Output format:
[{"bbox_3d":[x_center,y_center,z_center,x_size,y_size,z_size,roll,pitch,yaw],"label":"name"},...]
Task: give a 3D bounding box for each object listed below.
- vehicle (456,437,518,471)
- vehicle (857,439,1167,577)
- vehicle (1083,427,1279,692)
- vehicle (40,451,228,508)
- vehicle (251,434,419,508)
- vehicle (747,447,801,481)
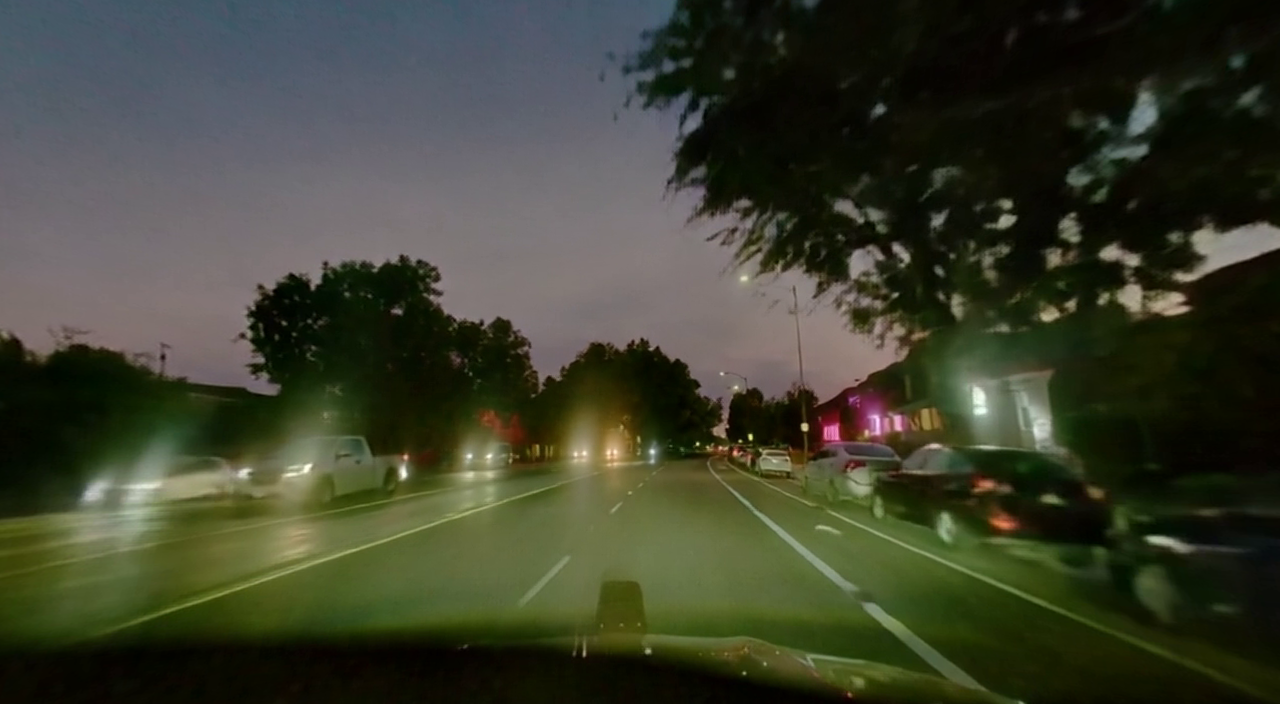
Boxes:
[{"bbox_3d":[-10.511,7.026,43.814,2.469,2.157,5.373,-1,-8,5],"label":"vehicle"},{"bbox_3d":[4.862,2.044,9.334,1.853,1.457,4.967,-1,-8,4],"label":"vehicle"},{"bbox_3d":[4.579,1.043,2.747,2.046,1.473,4.623,-1,-8,2],"label":"vehicle"},{"bbox_3d":[-15.368,3.847,19.556,1.909,1.483,4.498,-1,-8,4],"label":"vehicle"},{"bbox_3d":[-7.992,3.127,17.230,2.331,1.696,4.861,0,-8,-3],"label":"vehicle"},{"bbox_3d":[6.096,5.105,29.186,1.833,1.399,4.727,-1,-8,4],"label":"vehicle"}]
